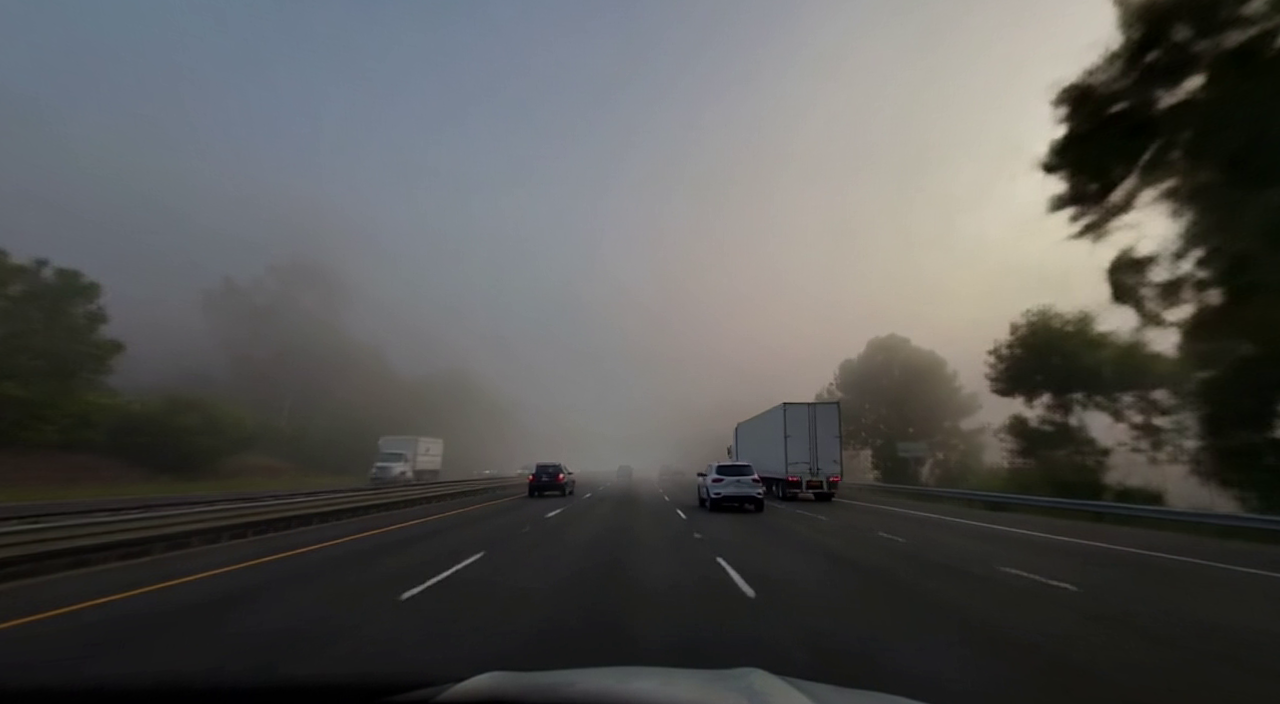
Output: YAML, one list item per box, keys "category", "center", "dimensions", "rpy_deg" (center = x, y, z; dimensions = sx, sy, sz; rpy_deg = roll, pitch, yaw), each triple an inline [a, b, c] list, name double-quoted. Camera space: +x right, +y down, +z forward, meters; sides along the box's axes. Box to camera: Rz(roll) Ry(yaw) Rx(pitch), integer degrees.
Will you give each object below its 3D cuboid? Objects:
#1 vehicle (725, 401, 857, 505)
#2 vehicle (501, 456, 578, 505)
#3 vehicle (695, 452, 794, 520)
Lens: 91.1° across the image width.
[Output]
- category: "vehicle"
  center: [7.241, 5.575, 33.877]
  dimensions: [2.883, 4.151, 17.144]
  rpy_deg: [1, -10, 0]
- category: "vehicle"
  center: [-3.546, 4.641, 22.912]
  dimensions: [2.025, 1.547, 4.150]
  rpy_deg: [1, -10, 1]
- category: "vehicle"
  center: [2.887, 3.860, 18.438]
  dimensions: [2.050, 1.708, 4.457]
  rpy_deg: [1, -10, -1]
